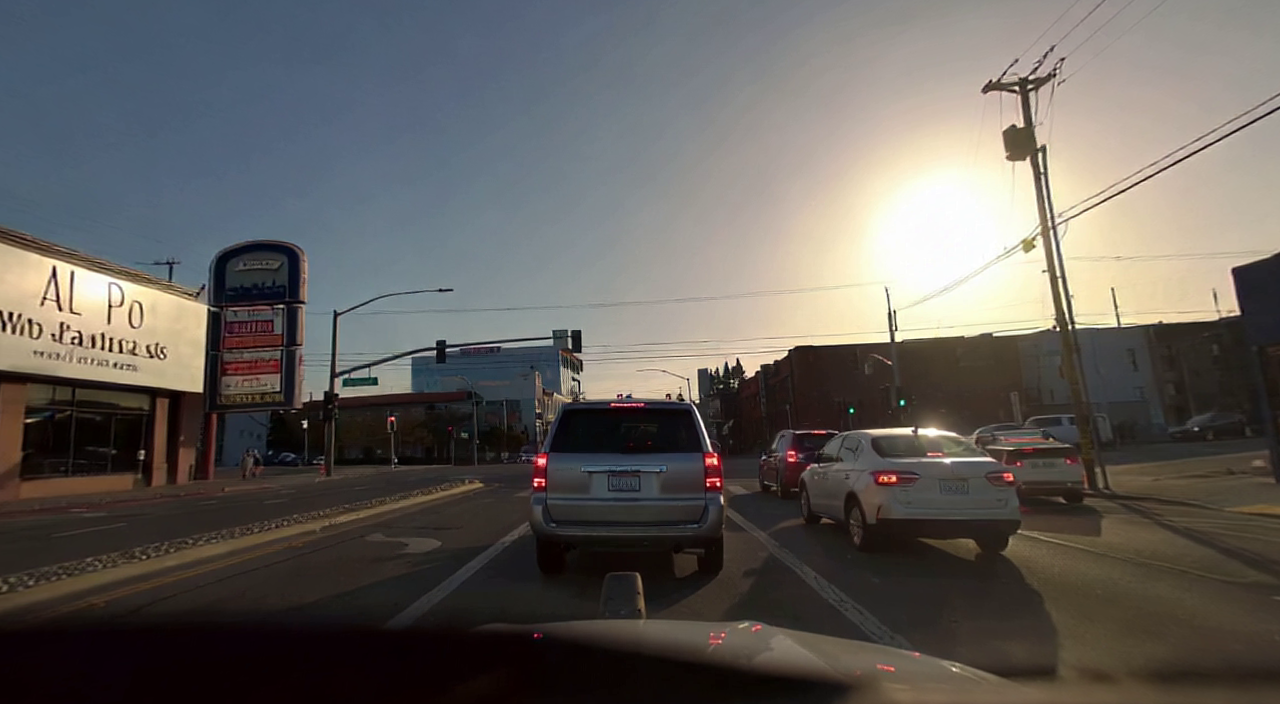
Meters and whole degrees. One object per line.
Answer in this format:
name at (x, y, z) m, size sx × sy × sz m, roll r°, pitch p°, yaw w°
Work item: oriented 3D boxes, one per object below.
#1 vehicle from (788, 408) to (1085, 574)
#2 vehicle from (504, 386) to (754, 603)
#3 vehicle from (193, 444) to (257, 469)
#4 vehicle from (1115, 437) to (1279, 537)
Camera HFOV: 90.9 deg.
vehicle at (3.608, 1.764, 8.801) m, size 2.036 × 1.719 × 4.318 m, roll 0°, pitch -8°, yaw 0°
vehicle at (-0.011, 1.542, 7.681) m, size 2.154 × 1.861 × 4.280 m, roll 0°, pitch -8°, yaw 3°
vehicle at (-27.460, 6.874, 41.850) m, size 1.693 × 1.563 × 3.716 m, roll 0°, pitch -8°, yaw 0°
vehicle at (10.383, 2.131, 10.248) m, size 1.815 × 1.468 × 4.534 m, roll 0°, pitch -8°, yaw 1°
